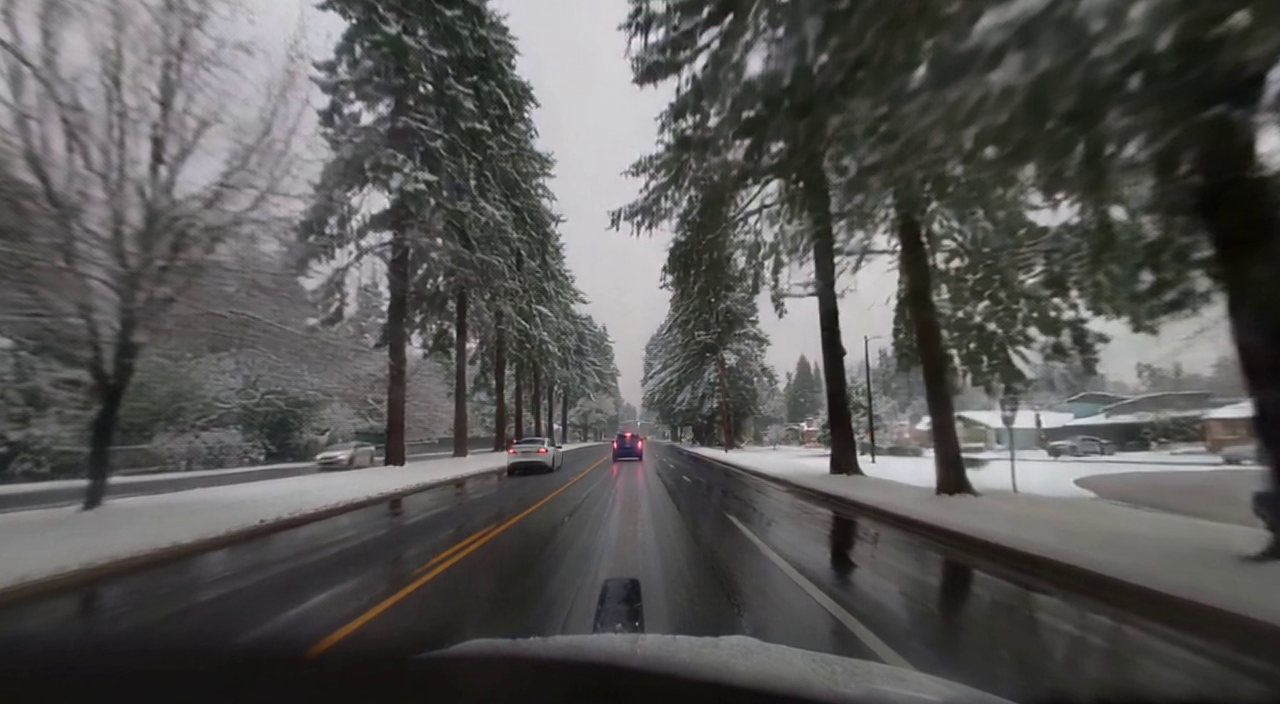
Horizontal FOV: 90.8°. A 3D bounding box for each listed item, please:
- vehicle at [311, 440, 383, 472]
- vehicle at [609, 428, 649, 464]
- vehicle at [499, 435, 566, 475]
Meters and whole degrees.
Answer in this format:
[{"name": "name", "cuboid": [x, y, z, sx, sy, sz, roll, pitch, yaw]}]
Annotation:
[{"name": "vehicle", "cuboid": [-16.478, 5.837, 35.787, 1.896, 1.712, 4.523, 0, -8, 1]}, {"name": "vehicle", "cuboid": [-0.572, 4.988, 33.535, 2.018, 1.769, 3.897, 0, -8, -1]}, {"name": "vehicle", "cuboid": [-4.170, 4.071, 25.186, 1.917, 1.448, 4.178, 0, -8, 0]}]
